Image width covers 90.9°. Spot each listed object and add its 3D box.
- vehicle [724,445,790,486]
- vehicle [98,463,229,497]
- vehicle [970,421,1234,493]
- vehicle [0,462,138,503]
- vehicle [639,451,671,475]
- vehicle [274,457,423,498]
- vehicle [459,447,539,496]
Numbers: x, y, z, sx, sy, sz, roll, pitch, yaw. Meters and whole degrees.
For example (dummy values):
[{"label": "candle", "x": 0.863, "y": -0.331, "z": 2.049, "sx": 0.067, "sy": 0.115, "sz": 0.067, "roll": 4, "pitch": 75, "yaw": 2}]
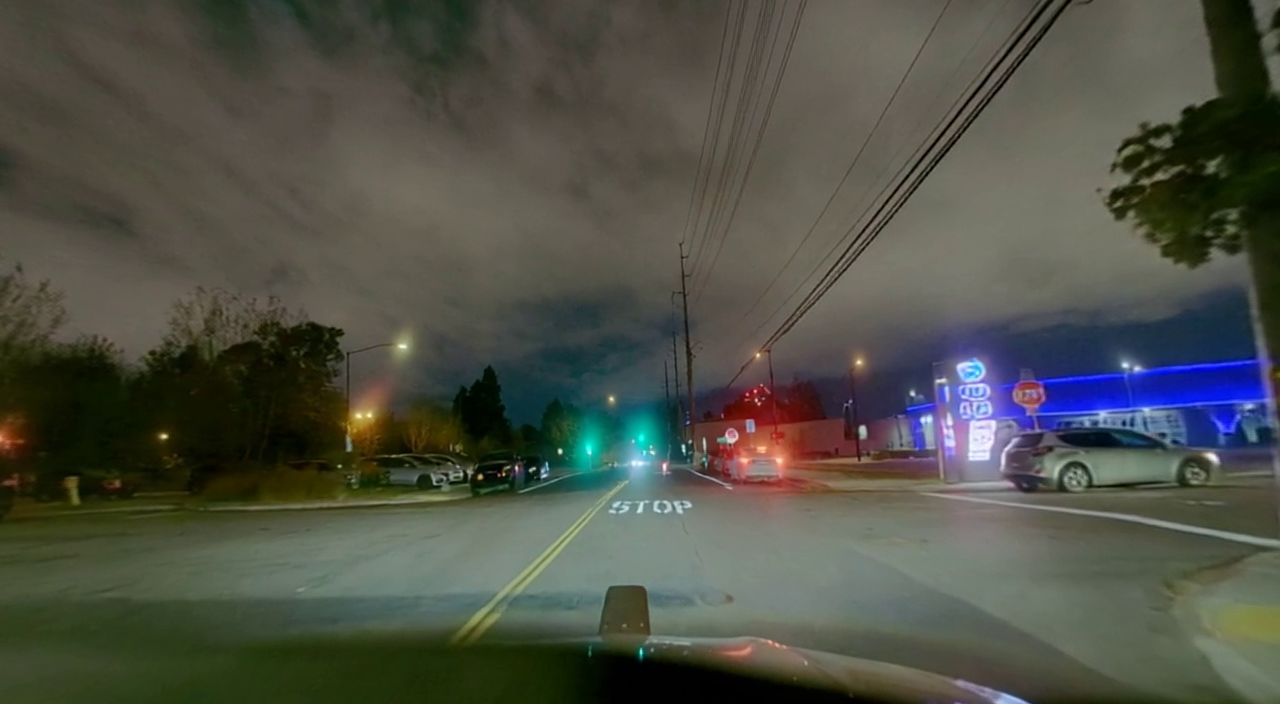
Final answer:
[{"label": "vehicle", "x": 4.476, "y": 4.408, "z": 24.837, "sx": 1.840, "sy": 1.452, "sz": 4.517, "roll": 0, "pitch": -8, "yaw": 2}, {"label": "vehicle", "x": -22.869, "y": 6.136, "z": 30.374, "sx": 4.660, "sy": 1.488, "sz": 1.930, "roll": 0, "pitch": -8, "yaw": -2}, {"label": "vehicle", "x": 11.589, "y": 2.652, "z": 16.073, "sx": 5.255, "sy": 1.688, "sz": 1.994, "roll": 1, "pitch": -9, "yaw": -4}, {"label": "vehicle", "x": -22.792, "y": 5.120, "z": 24.836, "sx": 4.394, "sy": 1.444, "sz": 1.850, "roll": 0, "pitch": -8, "yaw": -1}, {"label": "vehicle", "x": 0.925, "y": 7.444, "z": 42.348, "sx": 2.033, "sy": 1.464, "sz": 4.645, "roll": 0, "pitch": -8, "yaw": 0}, {"label": "vehicle", "x": -11.522, "y": 4.979, "z": 25.193, "sx": 4.968, "sy": 1.493, "sz": 1.961, "roll": 0, "pitch": -8, "yaw": -2}, {"label": "vehicle", "x": -5.575, "y": 4.779, "z": 25.731, "sx": 2.146, "sy": 1.775, "sz": 5.117, "roll": 0, "pitch": -8, "yaw": -1}]
